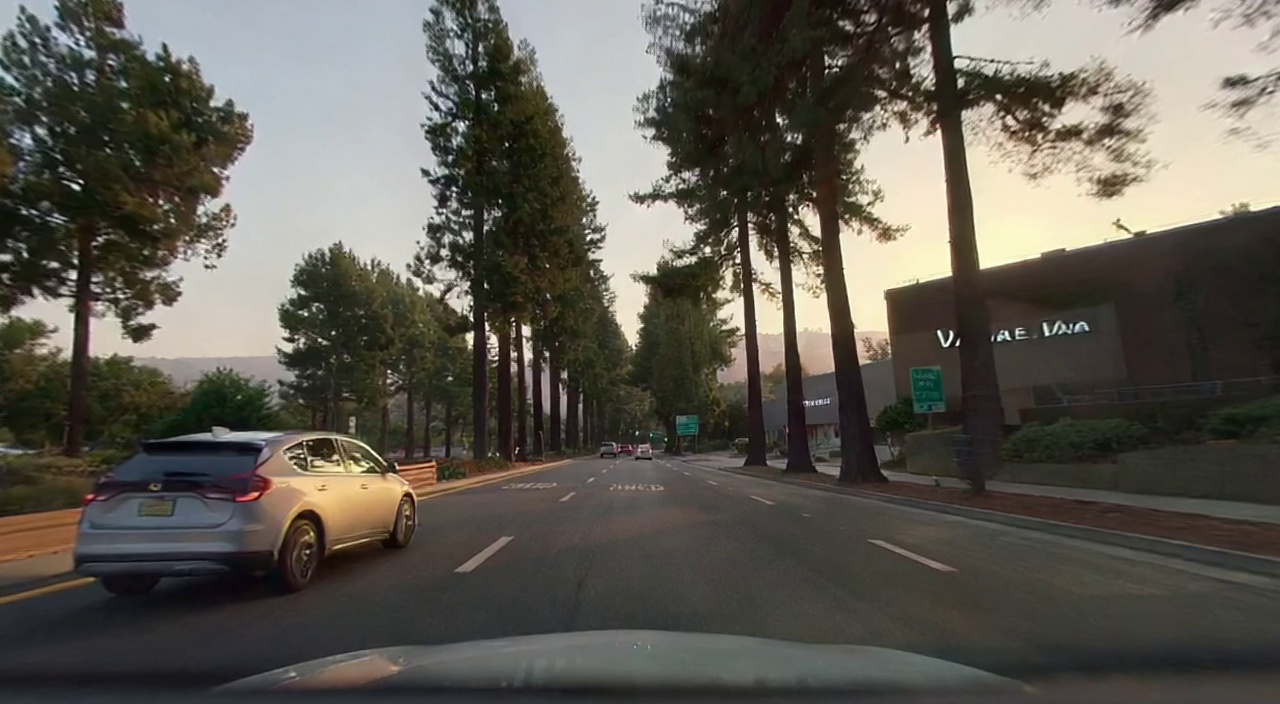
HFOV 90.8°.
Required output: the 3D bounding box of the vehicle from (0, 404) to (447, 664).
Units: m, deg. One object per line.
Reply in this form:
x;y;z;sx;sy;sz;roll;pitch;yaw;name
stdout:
-3.483;1.433;6.050;1.942;1.588;4.172;0;-9;0;vehicle
